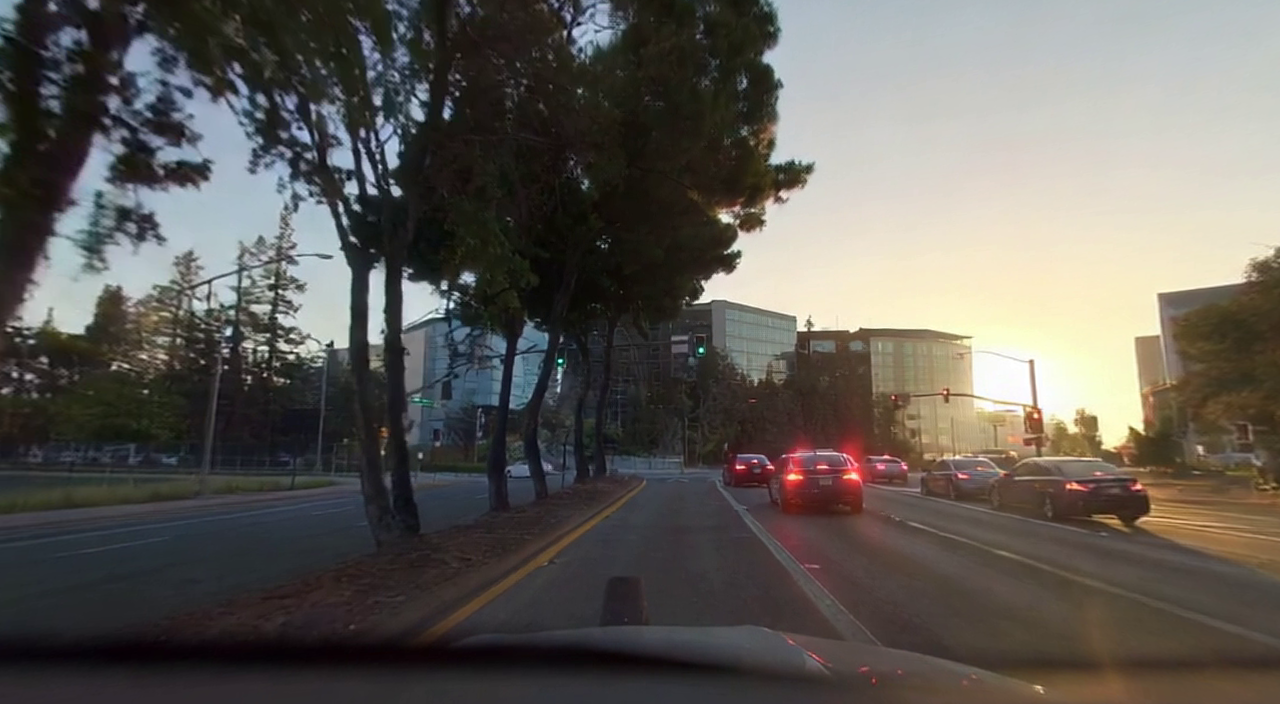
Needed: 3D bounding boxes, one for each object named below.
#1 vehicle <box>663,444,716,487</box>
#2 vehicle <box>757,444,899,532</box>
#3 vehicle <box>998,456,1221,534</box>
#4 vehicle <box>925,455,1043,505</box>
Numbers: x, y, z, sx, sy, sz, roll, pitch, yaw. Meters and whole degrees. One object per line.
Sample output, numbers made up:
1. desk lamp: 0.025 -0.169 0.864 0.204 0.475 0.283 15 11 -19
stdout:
1. vehicle: 2.222 5.194 29.227 2.245 1.800 4.522 0 -8 3
2. vehicle: 3.835 2.812 13.684 2.078 1.578 4.107 0 -9 4
3. vehicle: 10.172 3.081 14.192 1.884 1.422 4.262 0 -9 3
4. vehicle: 11.690 4.341 21.801 1.842 1.466 4.379 -1 -8 4
